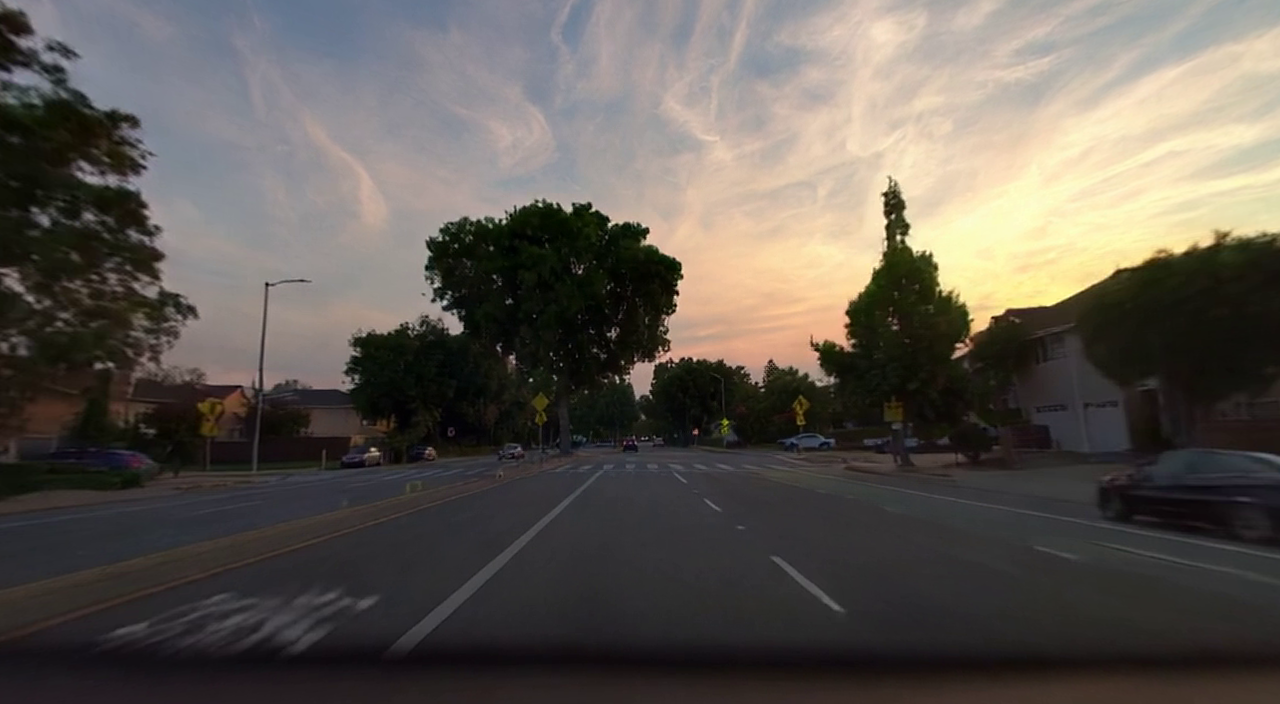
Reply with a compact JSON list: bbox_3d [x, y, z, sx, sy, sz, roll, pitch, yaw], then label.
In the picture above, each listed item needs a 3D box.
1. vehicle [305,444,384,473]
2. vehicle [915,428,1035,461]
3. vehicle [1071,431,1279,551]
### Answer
[{"bbox_3d":[-20.501,7.379,43.977,4.534,1.724,1.952,-3,-8,1],"label":"vehicle"},{"bbox_3d":[16.171,4.498,30.735,4.719,1.513,1.899,-2,-8,10],"label":"vehicle"},{"bbox_3d":[8.751,1.874,8.943,1.925,1.454,4.493,0,-8,-3],"label":"vehicle"}]
